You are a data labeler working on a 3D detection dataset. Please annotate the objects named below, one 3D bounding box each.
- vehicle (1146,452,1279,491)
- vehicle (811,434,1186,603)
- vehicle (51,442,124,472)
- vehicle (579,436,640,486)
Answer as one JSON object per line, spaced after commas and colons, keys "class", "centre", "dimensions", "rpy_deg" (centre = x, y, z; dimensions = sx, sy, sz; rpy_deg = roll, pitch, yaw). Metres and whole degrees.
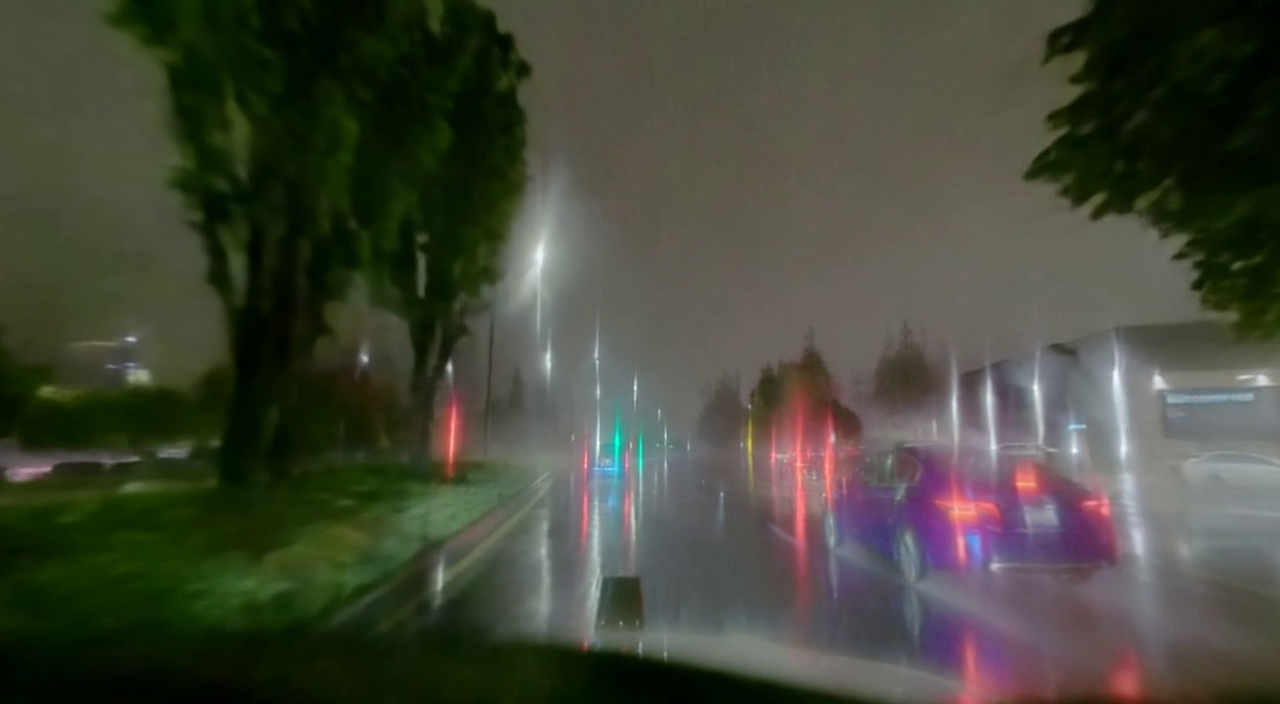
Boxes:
{"class": "vehicle", "centre": [22.911, 4.667, 25.030], "dimensions": [1.666, 1.358, 4.131], "rpy_deg": [2, -9, -16]}
{"class": "vehicle", "centre": [3.665, 1.748, 7.626], "dimensions": [1.918, 1.418, 4.360], "rpy_deg": [0, -8, -1]}
{"class": "vehicle", "centre": [-38.604, 7.303, 44.283], "dimensions": [2.113, 1.937, 4.491], "rpy_deg": [3, -9, -18]}
{"class": "vehicle", "centre": [-1.176, 4.065, 23.845], "dimensions": [2.085, 1.693, 4.301], "rpy_deg": [0, -8, -3]}
